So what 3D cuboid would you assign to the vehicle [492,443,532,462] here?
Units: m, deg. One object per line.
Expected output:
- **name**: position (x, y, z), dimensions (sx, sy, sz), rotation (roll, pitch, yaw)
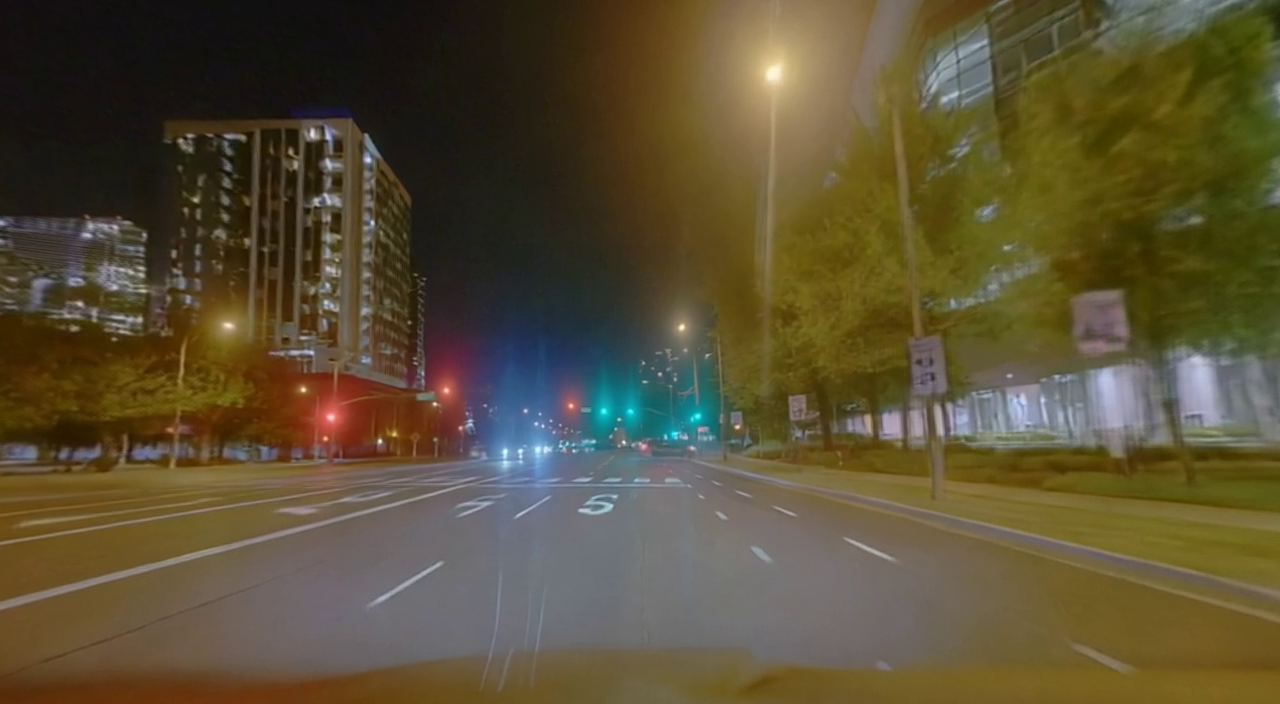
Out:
- **vehicle**: position (-9.777, 7.730, 48.671), dimensions (2.089, 1.390, 4.555), rotation (0, -8, 1)
